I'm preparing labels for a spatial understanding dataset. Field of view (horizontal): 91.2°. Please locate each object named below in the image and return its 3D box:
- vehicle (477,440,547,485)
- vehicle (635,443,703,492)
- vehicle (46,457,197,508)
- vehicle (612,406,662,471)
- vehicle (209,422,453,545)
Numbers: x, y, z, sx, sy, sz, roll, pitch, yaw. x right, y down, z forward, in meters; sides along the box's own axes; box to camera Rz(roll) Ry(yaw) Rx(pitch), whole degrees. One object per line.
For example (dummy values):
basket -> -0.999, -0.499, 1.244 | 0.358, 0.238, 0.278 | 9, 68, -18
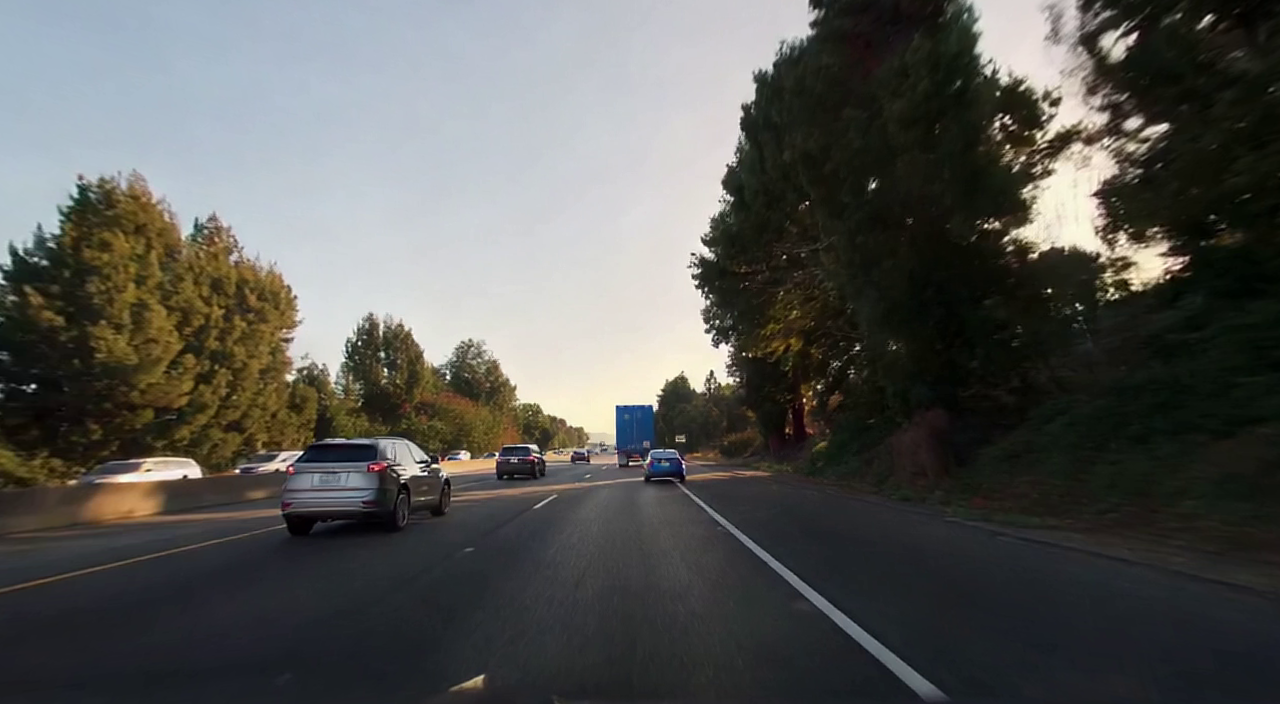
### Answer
vehicle -> -5.154, 4.496, 25.768 | 2.035, 1.664, 4.064 | 0, -9, 0
vehicle -> 0.883, 3.869, 21.304 | 2.026, 1.489, 4.045 | 0, -9, -1
vehicle -> -17.422, 4.377, 21.354 | 1.811, 1.483, 3.882 | 0, -9, 0
vehicle -> -0.420, 6.229, 44.688 | 3.113, 4.066, 10.786 | 0, -9, -3
vehicle -> -4.908, 2.142, 10.813 | 2.100, 1.671, 4.105 | 0, -9, 0
